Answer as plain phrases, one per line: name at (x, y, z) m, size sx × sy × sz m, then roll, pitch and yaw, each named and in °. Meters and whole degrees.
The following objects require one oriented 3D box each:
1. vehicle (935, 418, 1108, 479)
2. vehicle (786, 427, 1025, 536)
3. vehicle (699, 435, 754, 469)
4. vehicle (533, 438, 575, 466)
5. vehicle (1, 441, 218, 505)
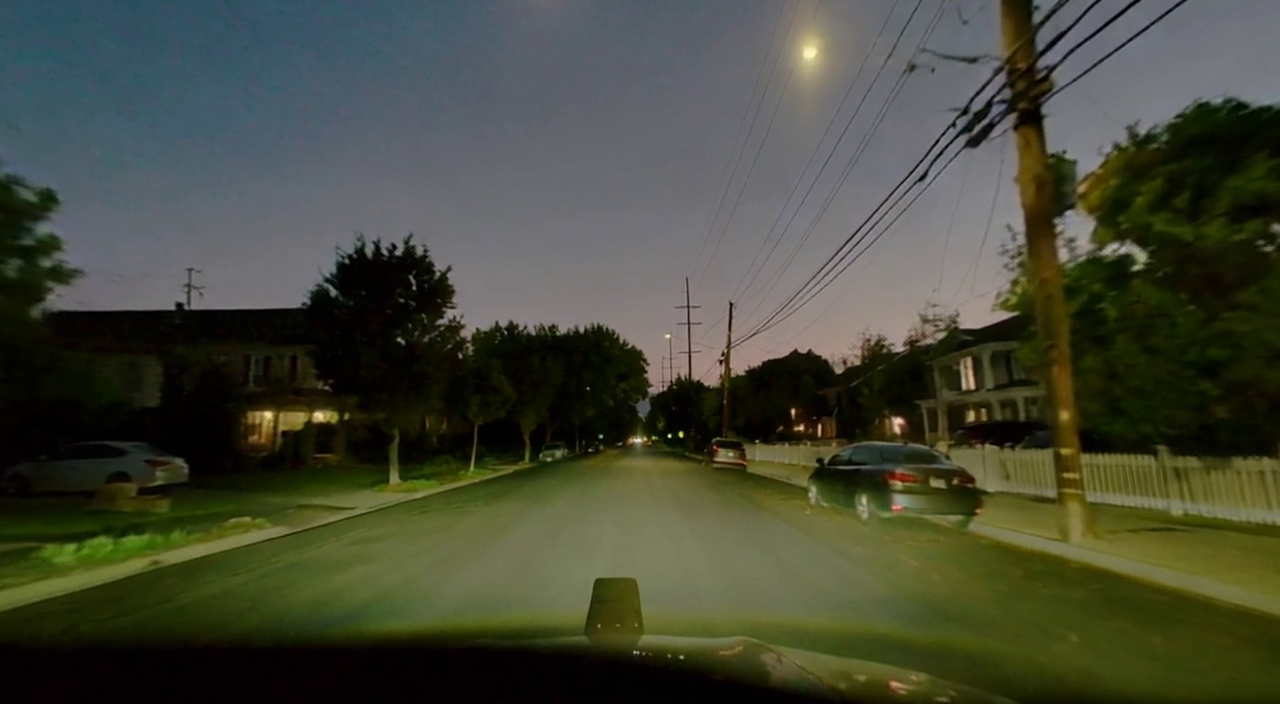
vehicle at (12.461, 3.137, 20.894) m, size 4.329 × 1.863 × 2.059 m, roll -1°, pitch -6°, yaw 1°
vehicle at (4.209, 2.144, 11.208) m, size 1.936 × 1.464 × 5.141 m, roll 0°, pitch -8°, yaw -1°
vehicle at (4.218, 4.946, 31.428) m, size 2.020 × 1.558 × 3.925 m, roll 0°, pitch -8°, yaw -2°
vehicle at (-5.739, 6.699, 42.659) m, size 1.954 × 1.551 × 5.128 m, roll -3°, pitch -7°, yaw 1°
vehicle at (-14.621, 3.334, 17.632) m, size 4.245 × 1.649 × 1.935 m, roll 0°, pitch -9°, yaw 0°
